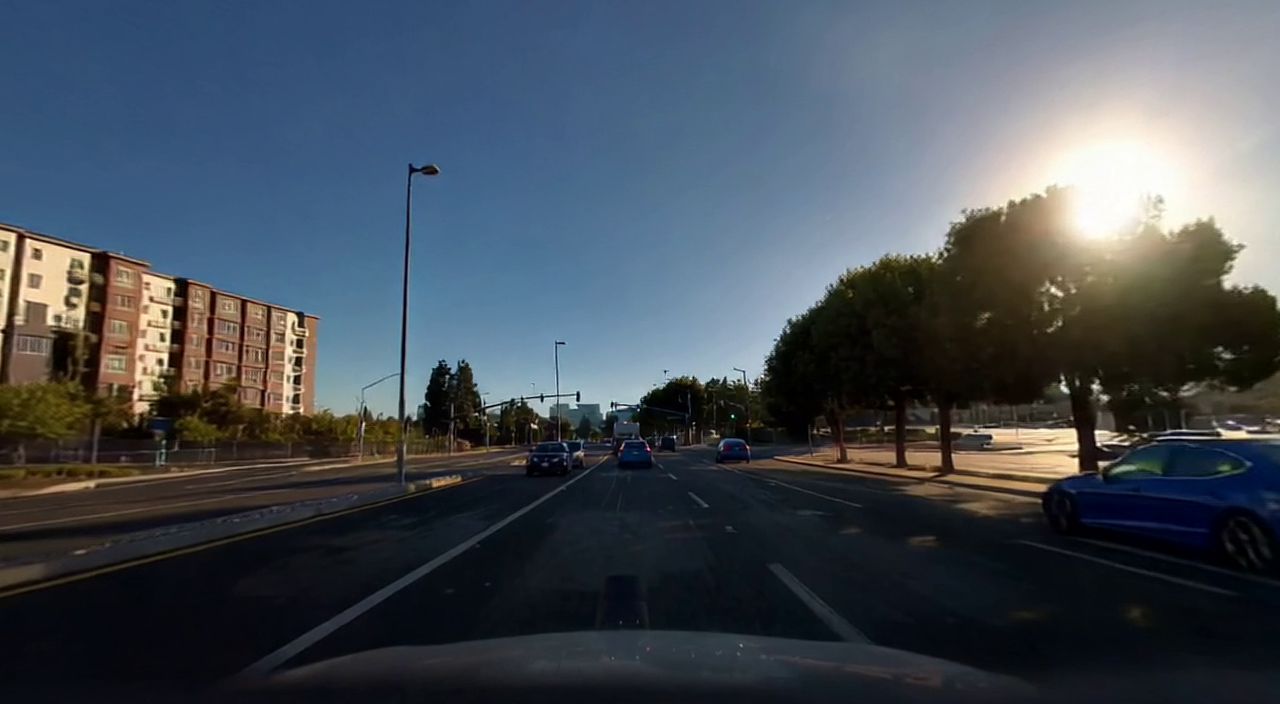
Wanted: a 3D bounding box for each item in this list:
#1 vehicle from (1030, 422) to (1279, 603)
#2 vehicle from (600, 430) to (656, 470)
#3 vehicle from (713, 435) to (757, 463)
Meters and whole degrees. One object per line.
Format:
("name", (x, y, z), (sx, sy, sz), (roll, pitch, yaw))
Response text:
("vehicle", (6.297, 1.511, 6.383), (1.997, 1.480, 4.100), (0, -9, -1))
("vehicle", (-0.571, 5.158, 33.161), (2.682, 1.908, 5.706), (0, -9, 0))
("vehicle", (6.508, 6.737, 43.629), (2.136, 1.799, 4.796), (1, -9, -2))
